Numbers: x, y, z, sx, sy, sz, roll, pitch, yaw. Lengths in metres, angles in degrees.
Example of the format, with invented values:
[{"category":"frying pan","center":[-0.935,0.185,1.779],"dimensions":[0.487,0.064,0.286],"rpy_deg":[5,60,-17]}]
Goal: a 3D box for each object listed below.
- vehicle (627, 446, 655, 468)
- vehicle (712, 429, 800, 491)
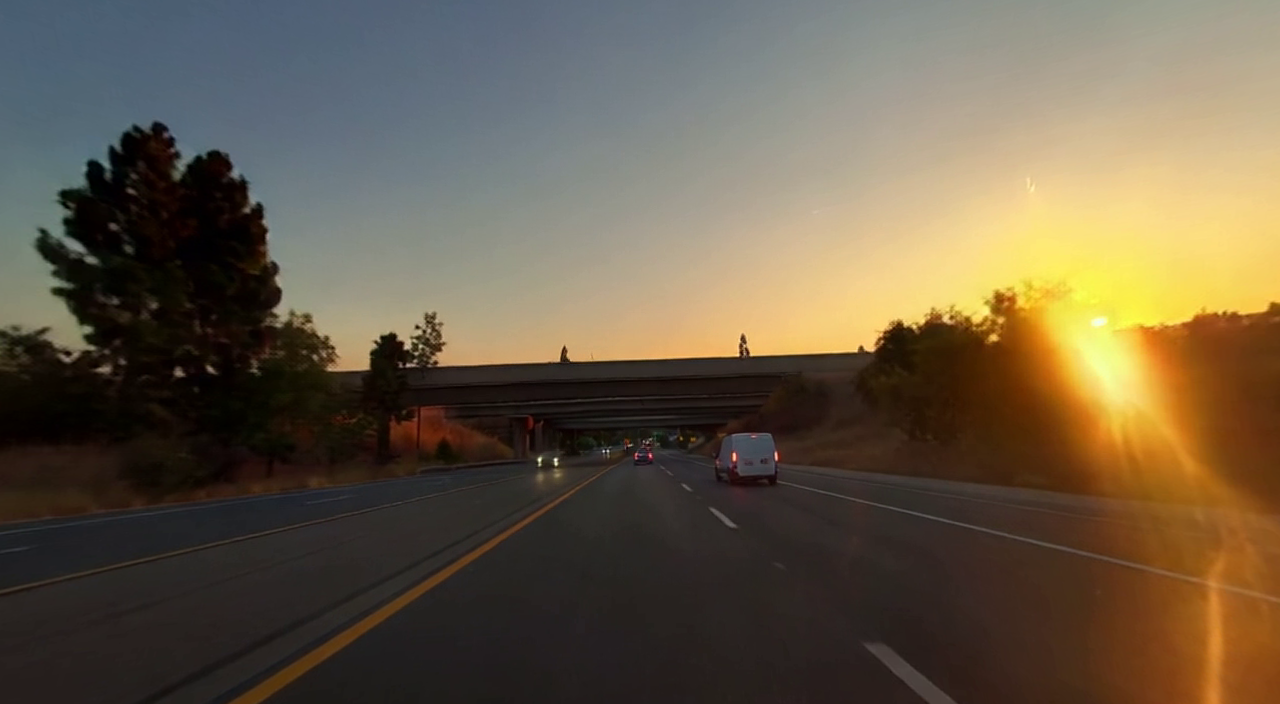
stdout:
[{"category":"vehicle","center":[0.133,8.116,48.753],"dimensions":[2.013,1.584,3.995],"rpy_deg":[0,-9,2]},{"category":"vehicle","center":[4.129,3.968,23.480],"dimensions":[2.152,1.998,5.380],"rpy_deg":[0,-9,-1]}]
